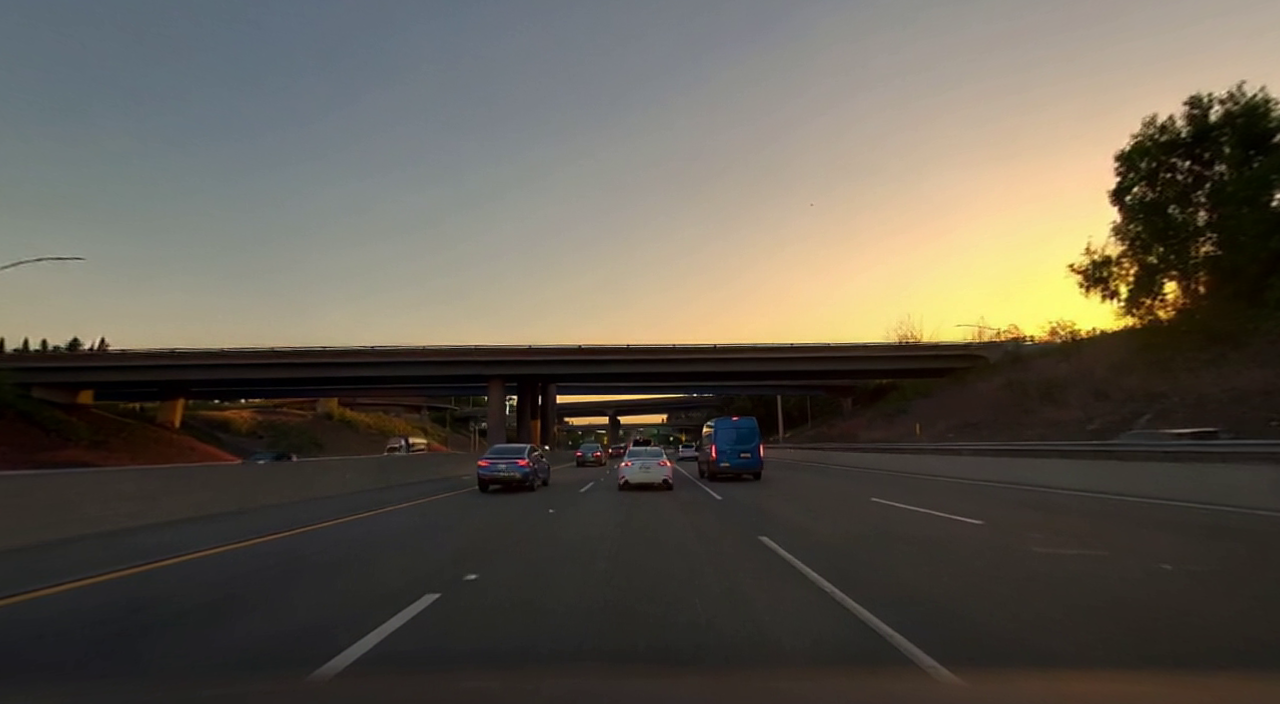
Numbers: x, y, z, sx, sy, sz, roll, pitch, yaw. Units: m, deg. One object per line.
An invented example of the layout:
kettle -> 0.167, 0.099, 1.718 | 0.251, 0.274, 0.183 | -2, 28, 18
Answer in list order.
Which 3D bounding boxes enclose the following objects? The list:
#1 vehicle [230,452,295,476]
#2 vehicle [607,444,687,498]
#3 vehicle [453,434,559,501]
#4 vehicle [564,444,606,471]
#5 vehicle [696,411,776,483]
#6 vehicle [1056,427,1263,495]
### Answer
vehicle -> -26.059, 7.704, 43.695 | 1.987, 1.487, 3.758 | 0, -8, 3
vehicle -> 0.173, 3.563, 19.303 | 2.174, 1.467, 4.005 | 0, -8, 0
vehicle -> -3.761, 3.327, 18.533 | 2.078, 1.706, 4.298 | 0, -8, 1
vehicle -> -3.582, 6.976, 41.958 | 2.258, 1.655, 4.397 | 0, -8, 1
vehicle -> 4.028, 4.189, 27.934 | 2.436, 2.745, 6.607 | 0, -8, 0
vehicle -> 16.254, 3.443, 20.248 | 2.189, 1.869, 5.080 | 0, -8, -1
